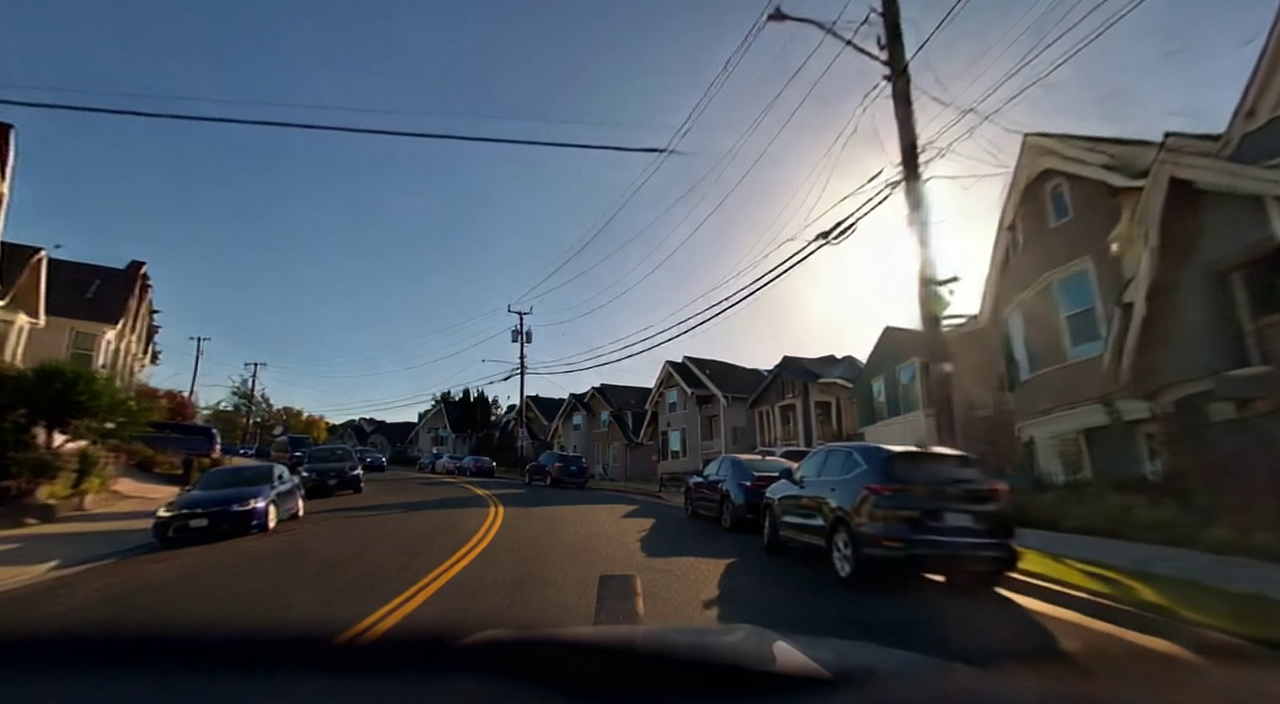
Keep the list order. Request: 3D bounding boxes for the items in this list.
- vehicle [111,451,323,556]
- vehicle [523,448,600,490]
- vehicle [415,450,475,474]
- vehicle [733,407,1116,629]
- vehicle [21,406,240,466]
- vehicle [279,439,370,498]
[{"bbox_3d":[-7.741,2.718,12.042,2.003,1.447,3.642,-3,-8,-10],"label":"vehicle"},{"bbox_3d":[-3.754,5.392,29.442,1.994,1.682,4.750,9,-12,-25],"label":"vehicle"},{"bbox_3d":[-13.258,7.406,42.770,1.923,1.531,4.568,8,-12,-44],"label":"vehicle"},{"bbox_3d":[2.719,1.696,7.570,1.974,1.769,4.610,1,-9,-7],"label":"vehicle"},{"bbox_3d":[-18.154,3.098,23.057,5.822,1.956,2.355,5,-10,-31],"label":"vehicle"},{"bbox_3d":[-10.199,3.748,20.802,2.023,1.674,4.556,3,-9,-19],"label":"vehicle"}]
